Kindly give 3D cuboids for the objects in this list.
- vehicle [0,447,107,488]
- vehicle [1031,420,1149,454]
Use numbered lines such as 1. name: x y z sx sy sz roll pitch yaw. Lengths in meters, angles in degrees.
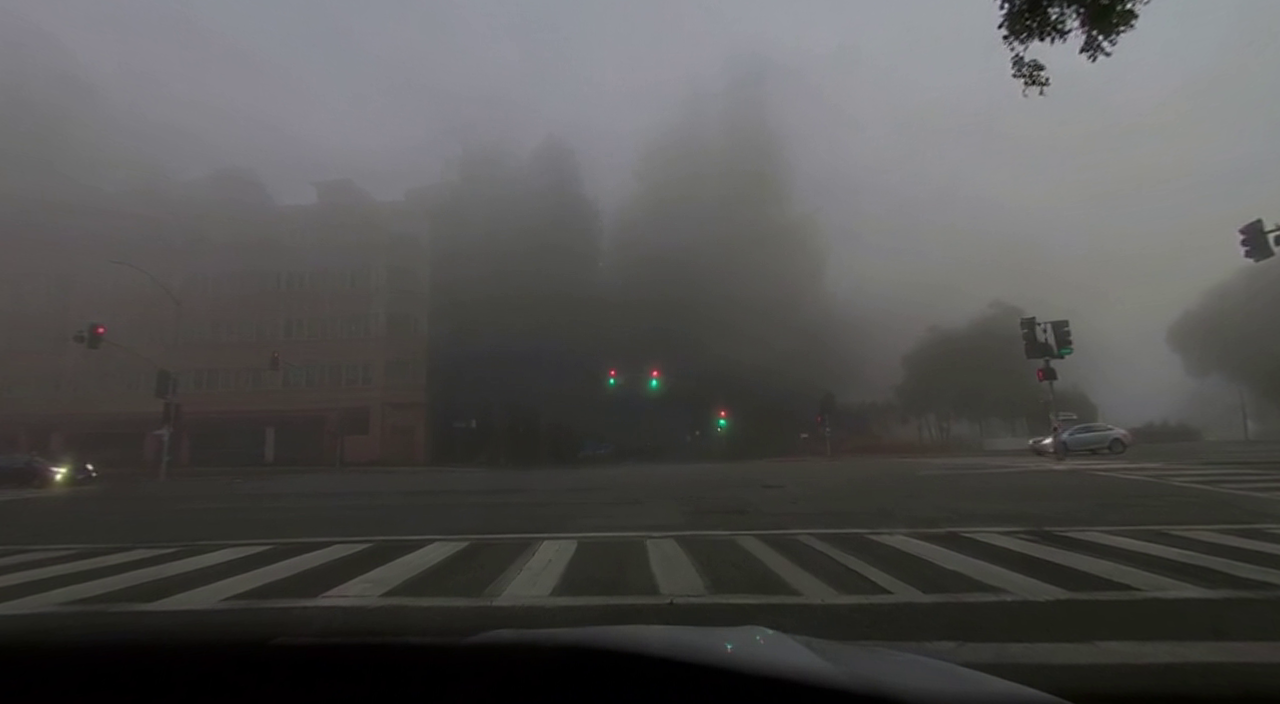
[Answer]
1. vehicle: -25.219 4.781 26.252 4.332 1.573 1.900 0 -8 3
2. vehicle: 23.050 4.377 32.396 4.483 1.691 1.949 0 -8 1
